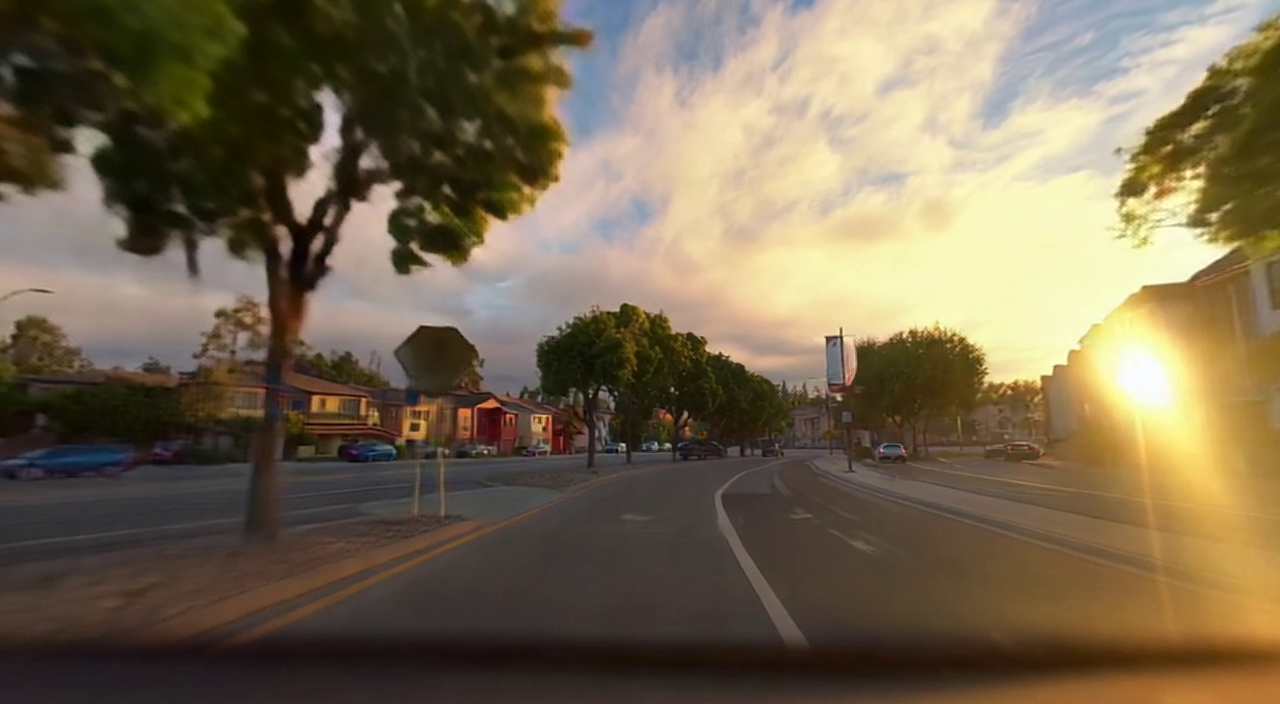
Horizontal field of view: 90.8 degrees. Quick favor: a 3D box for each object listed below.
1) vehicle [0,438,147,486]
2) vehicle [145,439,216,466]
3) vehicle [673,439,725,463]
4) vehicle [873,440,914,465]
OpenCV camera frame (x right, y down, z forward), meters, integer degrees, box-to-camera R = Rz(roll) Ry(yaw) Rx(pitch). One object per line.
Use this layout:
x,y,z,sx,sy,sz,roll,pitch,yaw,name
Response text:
-20.364,3.918,22.766,1.753,1.553,3.575,-3,-9,17,vehicle
-32.211,7.028,44.293,4.418,1.746,1.925,-4,-9,24,vehicle
4.063,6.693,42.827,2.081,1.489,4.863,-4,-9,24,vehicle
18.237,7.297,45.644,1.988,1.487,4.479,-3,-13,12,vehicle
